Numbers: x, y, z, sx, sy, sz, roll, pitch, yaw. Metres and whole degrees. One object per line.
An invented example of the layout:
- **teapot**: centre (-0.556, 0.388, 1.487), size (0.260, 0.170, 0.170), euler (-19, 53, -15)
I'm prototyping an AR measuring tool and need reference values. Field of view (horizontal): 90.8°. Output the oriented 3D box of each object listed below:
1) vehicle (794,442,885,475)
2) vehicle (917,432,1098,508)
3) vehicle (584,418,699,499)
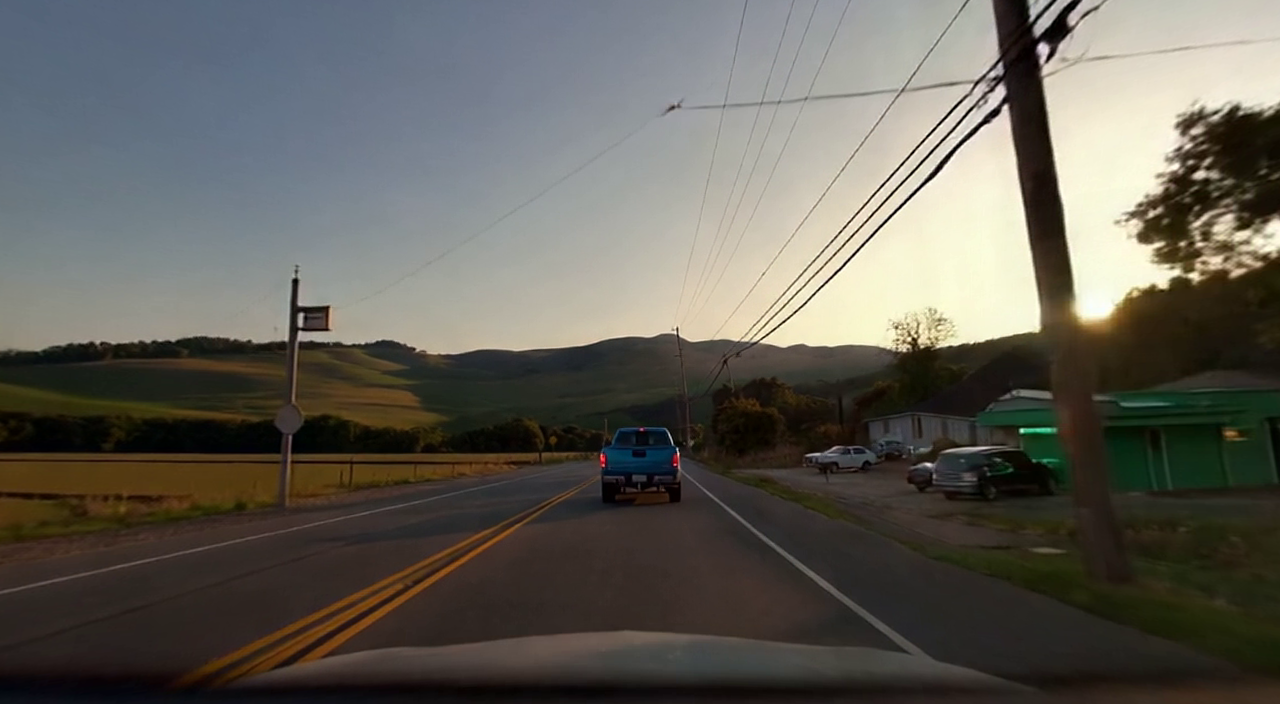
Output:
- **vehicle**: centre (11.604, 6.105, 36.588), size (5.304, 1.754, 2.340), euler (6, -11, -37)
- **vehicle**: centre (11.505, 3.573, 19.672), size (5.776, 1.936, 2.535), euler (6, -8, -33)
- **vehicle**: centre (0.086, 3.262, 19.828), size (2.921, 2.031, 7.416), euler (0, -8, 1)
